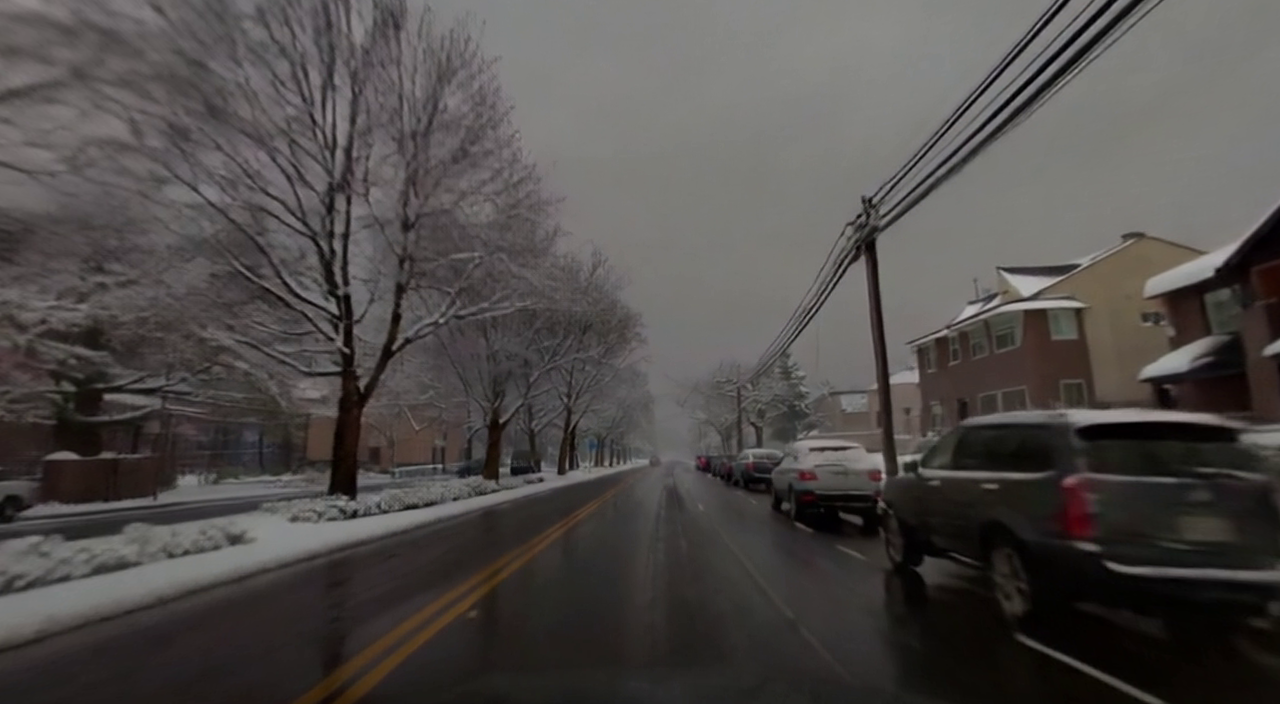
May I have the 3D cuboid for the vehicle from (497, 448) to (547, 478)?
[{"bbox_3d":[-7.478,7.075,40.412,2.331,1.696,4.861,0,-8,-1],"label":"vehicle"}]

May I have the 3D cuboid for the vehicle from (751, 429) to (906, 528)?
[{"bbox_3d":[3.964,2.735,14.402,2.166,1.798,5.256,-1,-8,3],"label":"vehicle"}]

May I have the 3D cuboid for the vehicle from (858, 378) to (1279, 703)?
[{"bbox_3d":[3.892,1.356,5.626,2.170,1.762,4.902,-1,-8,1],"label":"vehicle"}]

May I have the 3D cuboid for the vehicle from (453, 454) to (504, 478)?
[{"bbox_3d":[-11.220,7.937,44.142,1.999,1.467,4.618,-1,-8,5],"label":"vehicle"}]
